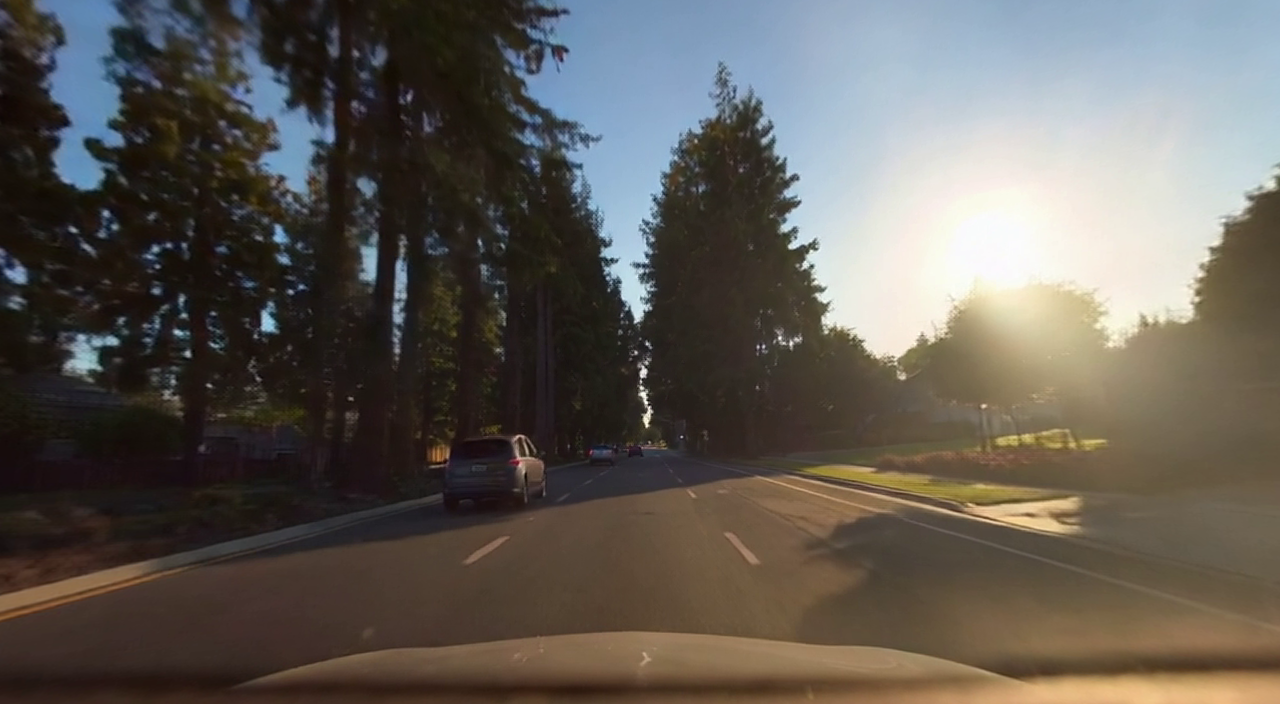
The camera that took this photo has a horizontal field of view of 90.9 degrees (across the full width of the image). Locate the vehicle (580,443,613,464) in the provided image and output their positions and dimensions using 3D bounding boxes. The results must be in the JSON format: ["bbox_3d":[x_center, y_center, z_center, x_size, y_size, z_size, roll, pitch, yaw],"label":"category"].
[{"bbox_3d":[-3.091,7.347,45.672,2.021,1.466,4.330,0,-9,1],"label":"vehicle"}]

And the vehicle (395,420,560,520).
[{"bbox_3d":[-3.035,2.350,13.031,2.058,1.671,4.704,0,-9,1],"label":"vehicle"}]
